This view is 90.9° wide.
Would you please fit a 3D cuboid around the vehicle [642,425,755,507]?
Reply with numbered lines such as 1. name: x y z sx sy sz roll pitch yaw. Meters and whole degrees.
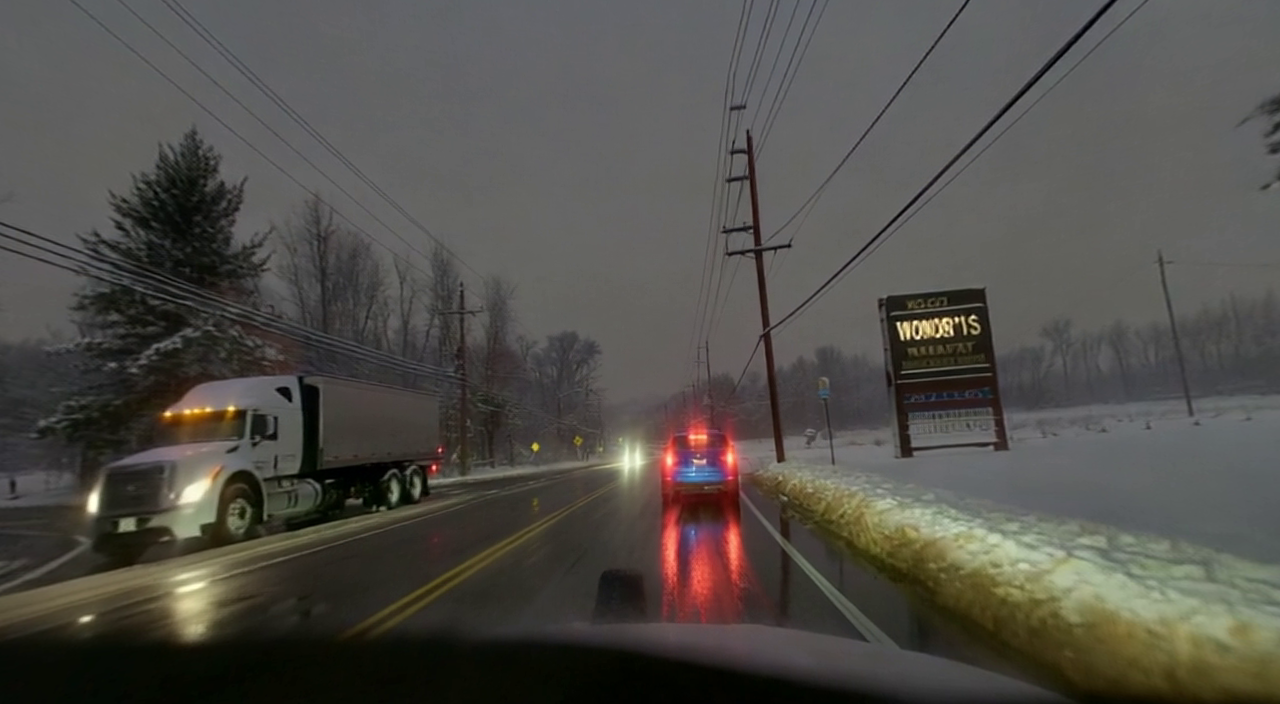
1. vehicle: 1.216 2.415 13.714 2.081 1.503 3.726 -1 -8 4

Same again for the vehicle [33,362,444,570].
1. vehicle: -7.893 2.201 14.094 3.395 3.071 7.634 -7 -6 9
